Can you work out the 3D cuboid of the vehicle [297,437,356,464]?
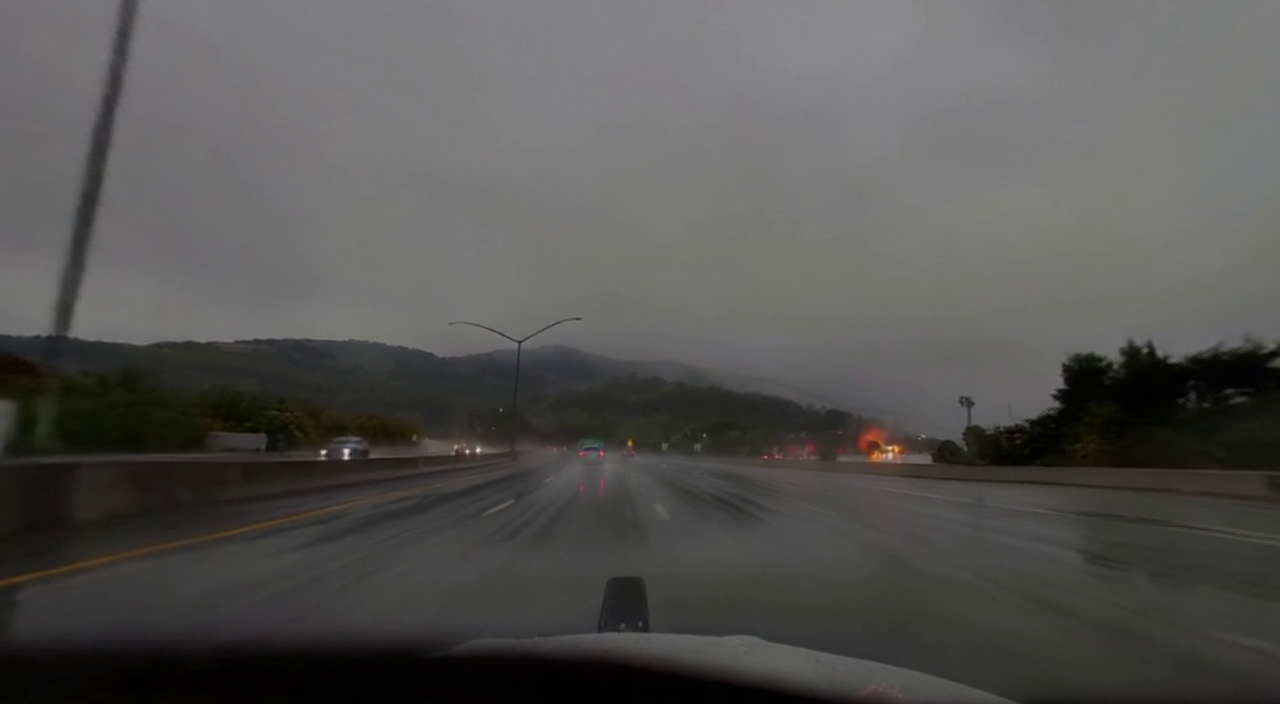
[{"bbox_3d":[-23.564,7.436,47.657,2.112,1.852,4.999,0,-9,-3],"label":"vehicle"}]

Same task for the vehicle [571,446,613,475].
[{"bbox_3d":[-2.621,5.981,35.048,2.193,1.497,4.337,0,-9,-3],"label":"vehicle"}]
